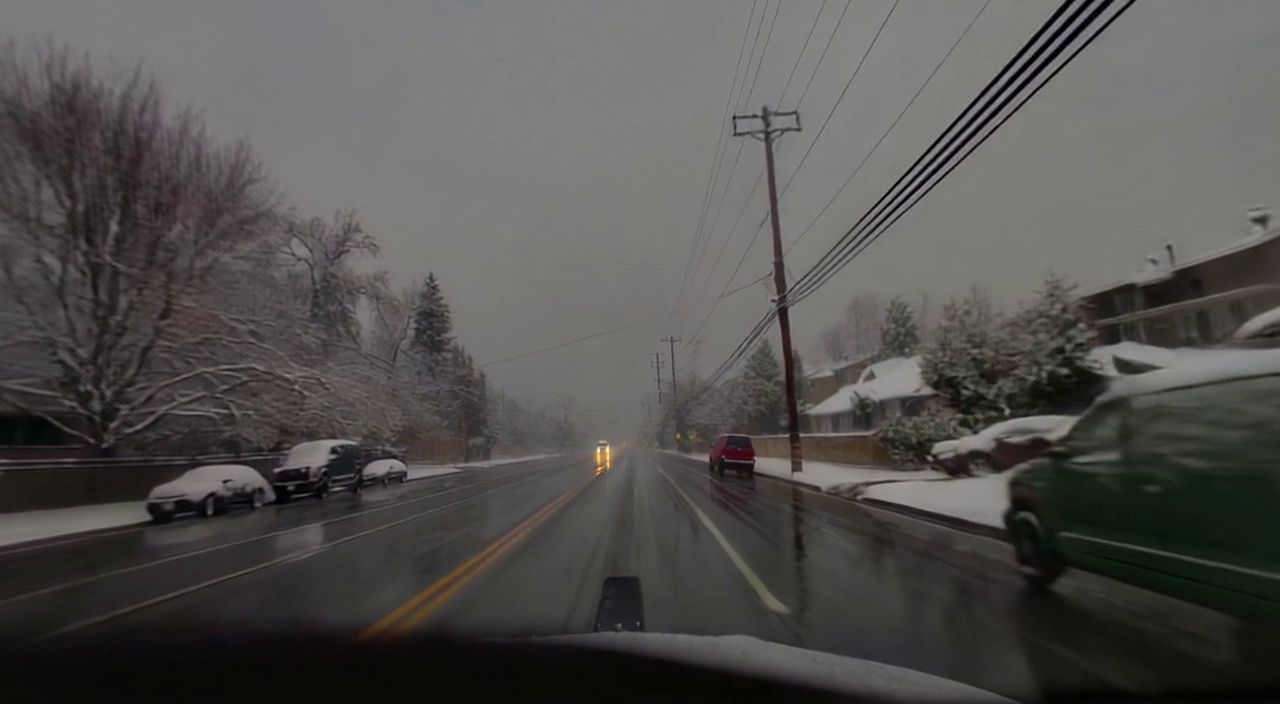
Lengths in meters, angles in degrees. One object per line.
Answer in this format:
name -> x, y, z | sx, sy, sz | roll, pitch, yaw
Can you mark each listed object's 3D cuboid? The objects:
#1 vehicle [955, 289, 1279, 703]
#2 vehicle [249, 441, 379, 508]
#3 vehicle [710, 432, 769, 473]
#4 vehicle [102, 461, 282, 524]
vehicle -> 4.666, 0.811, 3.372 | 2.578, 2.248, 7.011 | -1, -9, 2
vehicle -> -13.130, 4.900, 26.050 | 2.331, 2.265, 5.888 | -2, -7, -1
vehicle -> 5.197, 5.329, 33.763 | 2.238, 1.995, 5.491 | 0, -9, 0
vehicle -> -13.320, 4.163, 19.256 | 2.041, 1.573, 4.575 | 0, -9, 1
